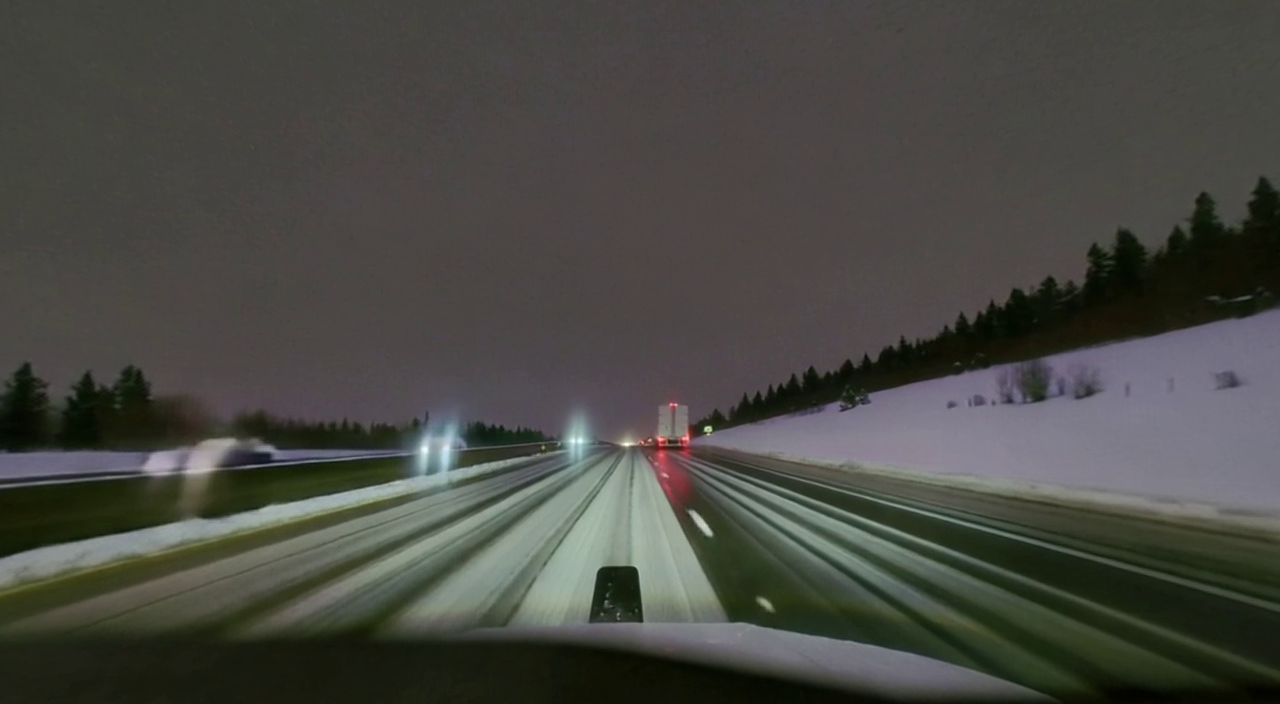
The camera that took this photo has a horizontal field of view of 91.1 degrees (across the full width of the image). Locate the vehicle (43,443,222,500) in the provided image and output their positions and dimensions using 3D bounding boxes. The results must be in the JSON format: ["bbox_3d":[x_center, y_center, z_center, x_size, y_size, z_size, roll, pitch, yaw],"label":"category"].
[{"bbox_3d":[-15.342,3.597,19.411,1.822,1.515,4.403,0,-8,0],"label":"vehicle"}]

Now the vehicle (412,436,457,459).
[{"bbox_3d":[-15.232,7.081,46.885,1.957,1.649,4.221,0,-8,-1],"label":"vehicle"}]
